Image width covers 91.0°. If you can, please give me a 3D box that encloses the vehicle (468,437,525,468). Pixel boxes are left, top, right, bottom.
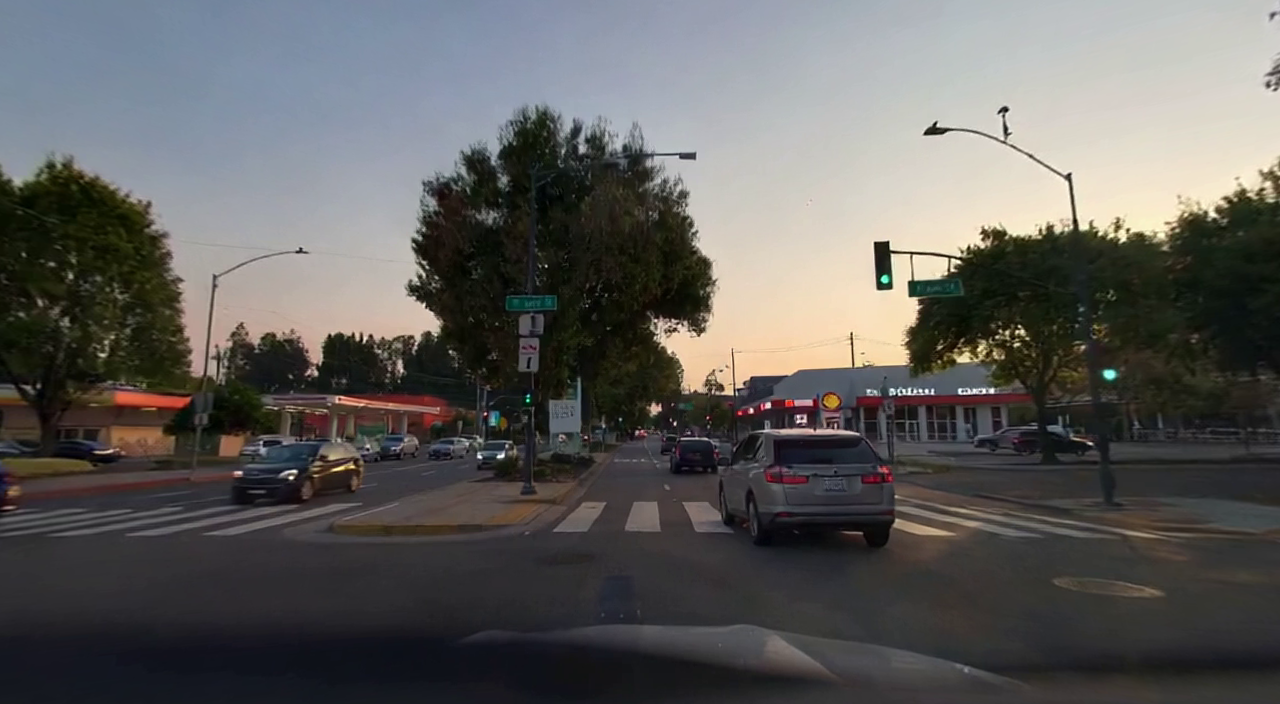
[{"bbox_3d":[-7.704,5.460,34.279,2.014,1.566,4.437,0,-8,1],"label":"vehicle"}]

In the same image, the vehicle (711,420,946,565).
[{"bbox_3d":[2.535,2.044,10.026,2.183,1.720,4.842,0,-8,-1],"label":"vehicle"}]

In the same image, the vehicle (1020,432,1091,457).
[{"bbox_3d":[28.177,6.287,42.841,2.131,1.561,3.901,0,-8,0],"label":"vehicle"}]

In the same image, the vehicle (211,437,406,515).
[{"bbox_3d":[-7.812,2.937,15.585,2.057,1.594,4.983,0,-8,1],"label":"vehicle"}]

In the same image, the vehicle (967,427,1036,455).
[{"bbox_3d":[24.652,6.111,43.118,2.066,1.817,4.675,0,-8,2],"label":"vehicle"}]

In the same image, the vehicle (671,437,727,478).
[{"bbox_3d":[2.501,4.625,27.839,1.999,1.679,4.217,0,-8,-1],"label":"vehicle"}]

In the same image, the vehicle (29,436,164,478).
[{"bbox_3d":[-24.354,4.696,28.345,4.174,1.796,1.933,0,-8,-1],"label":"vehicle"}]
